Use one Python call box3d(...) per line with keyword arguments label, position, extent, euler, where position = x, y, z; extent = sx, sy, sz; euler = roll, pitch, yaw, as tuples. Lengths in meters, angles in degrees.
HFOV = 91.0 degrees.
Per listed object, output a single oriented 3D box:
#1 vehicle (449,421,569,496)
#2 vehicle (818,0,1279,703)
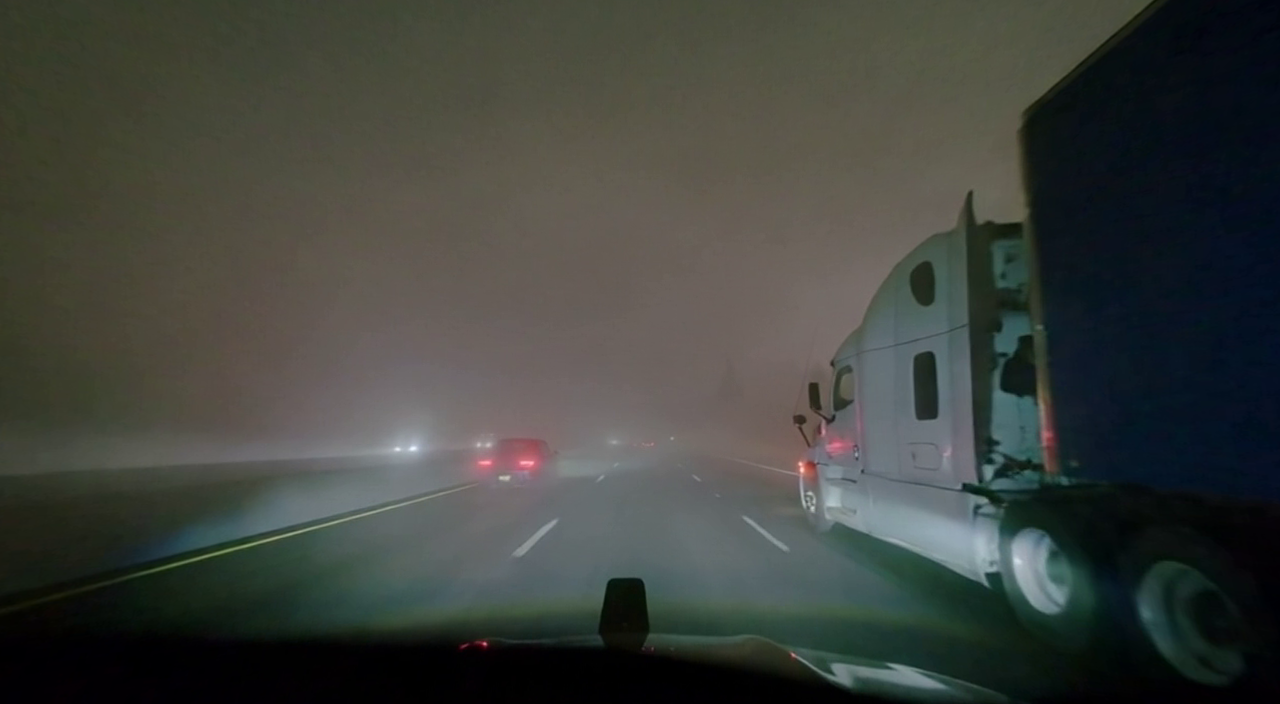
box3d(label="vehicle", position=(-3.256, 2.770, 16.754), extent=(2.189, 1.707, 4.692), euler=(0, -8, 0))
box3d(label="vehicle", position=(3.812, 0.054, 5.328), extent=(3.037, 4.014, 6.276), euler=(1, -7, 3))
